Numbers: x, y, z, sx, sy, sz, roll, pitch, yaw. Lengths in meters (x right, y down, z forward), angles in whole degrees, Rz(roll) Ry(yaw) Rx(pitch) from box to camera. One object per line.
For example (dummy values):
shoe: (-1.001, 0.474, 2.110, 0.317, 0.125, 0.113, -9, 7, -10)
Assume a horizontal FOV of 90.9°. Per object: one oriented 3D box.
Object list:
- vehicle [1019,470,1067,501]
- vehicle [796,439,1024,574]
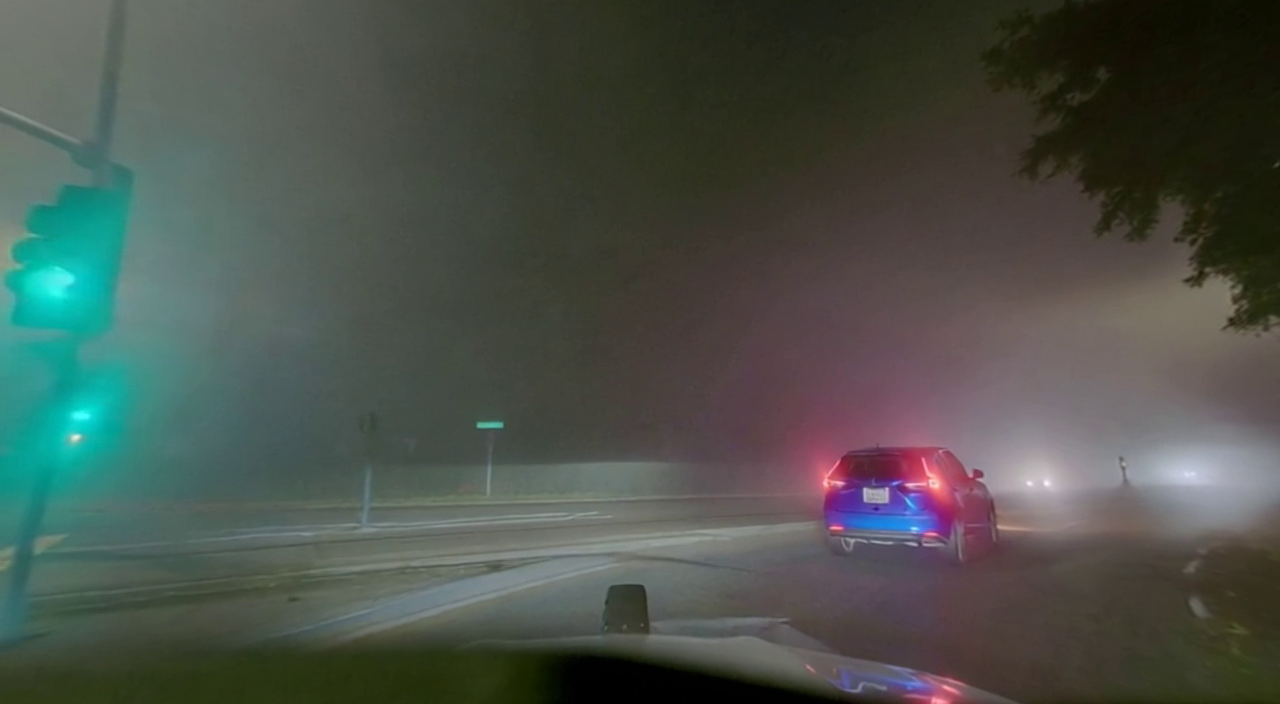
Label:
vehicle: (30.901, 10.157, 48.217, 2.150, 1.927, 5.209, -8, -11, 41)
vehicle: (4.244, 2.107, 9.535, 2.148, 1.521, 4.089, -6, -10, 37)
